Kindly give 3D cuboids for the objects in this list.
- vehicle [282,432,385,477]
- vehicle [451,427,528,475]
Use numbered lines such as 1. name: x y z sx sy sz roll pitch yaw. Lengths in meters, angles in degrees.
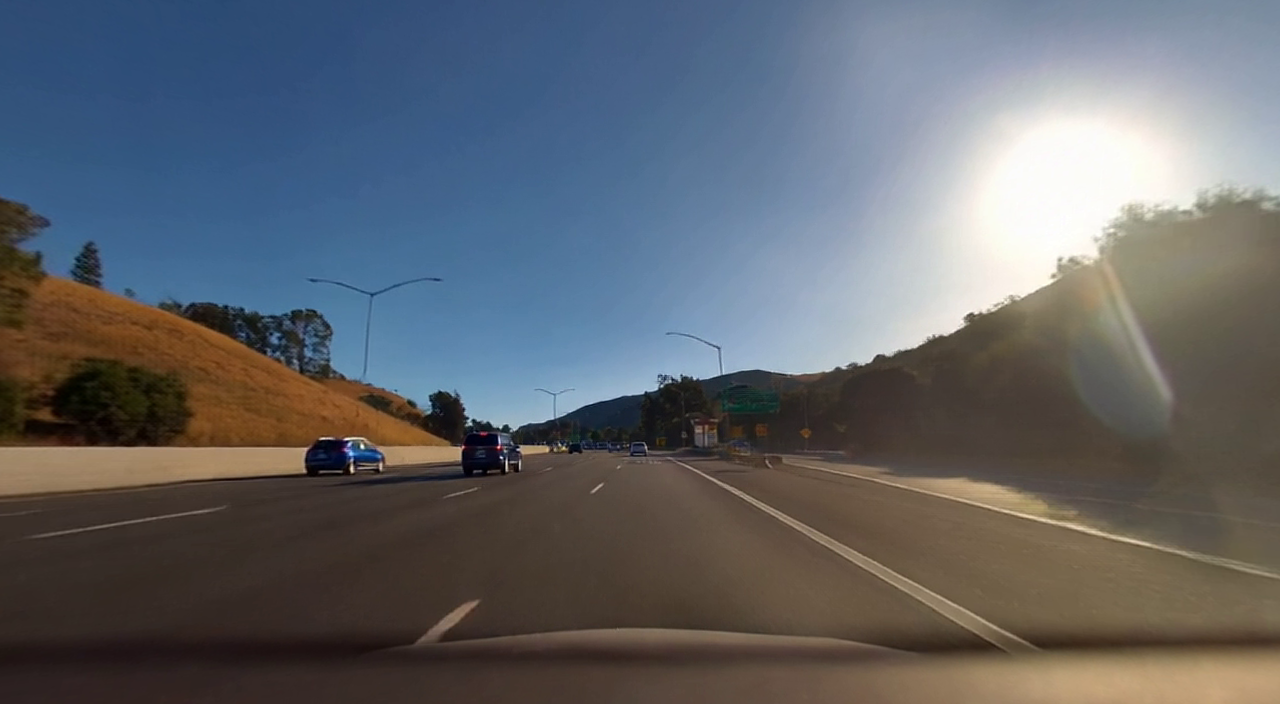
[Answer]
1. vehicle: -13.629 4.596 28.429 2.079 1.822 4.893 0 -9 1
2. vehicle: -6.663 4.479 28.568 2.219 1.947 4.924 0 -9 1
